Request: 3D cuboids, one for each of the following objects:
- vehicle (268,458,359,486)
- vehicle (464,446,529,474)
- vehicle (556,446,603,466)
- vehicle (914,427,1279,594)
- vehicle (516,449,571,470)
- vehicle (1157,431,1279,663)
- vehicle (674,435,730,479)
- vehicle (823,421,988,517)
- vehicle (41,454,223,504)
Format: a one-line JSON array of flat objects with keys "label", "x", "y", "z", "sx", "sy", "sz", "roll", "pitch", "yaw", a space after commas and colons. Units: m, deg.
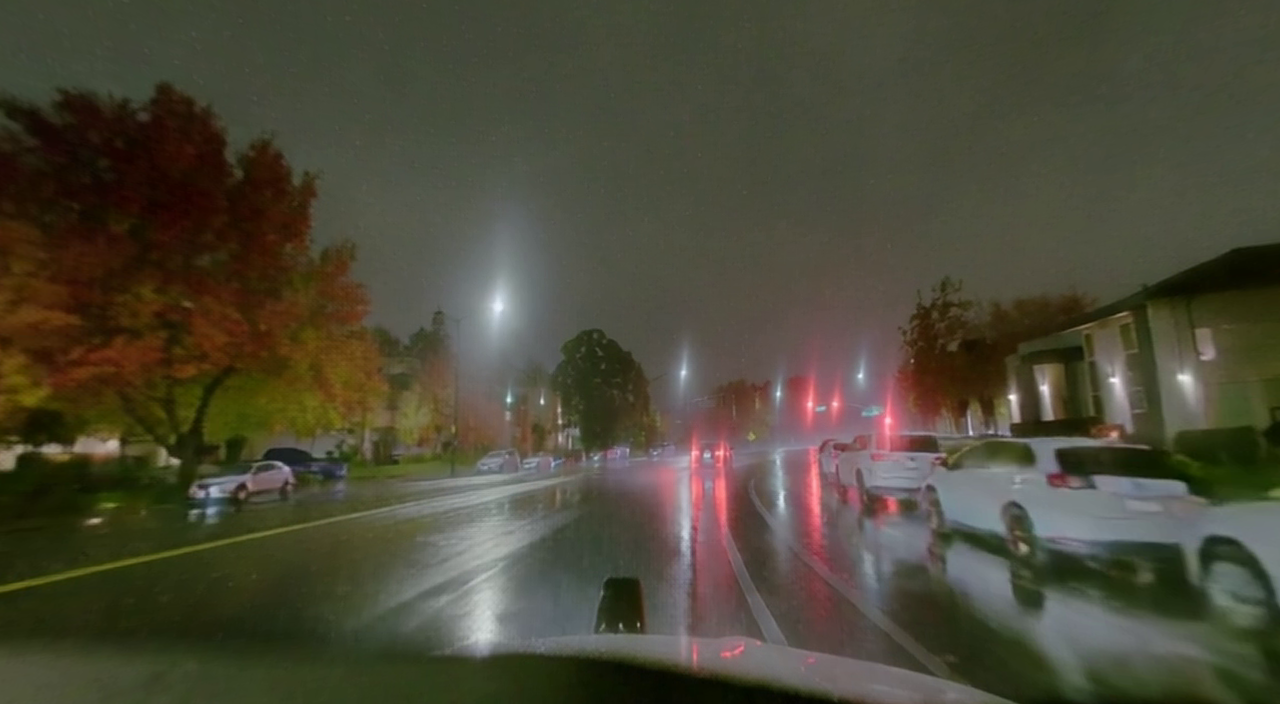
[{"label": "vehicle", "x": -17.910, "y": 6.568, "z": 34.747, "sx": 4.195, "sy": 1.400, "sz": 1.726, "roll": -2, "pitch": -9, "yaw": 10}, {"label": "vehicle", "x": -8.337, "y": 6.298, "z": 37.117, "sx": 1.918, "sy": 1.508, "sz": 4.353, "roll": -2, "pitch": -8, "yaw": 15}, {"label": "vehicle", "x": -4.637, "y": 8.063, "z": 49.063, "sx": 1.880, "sy": 1.450, "sz": 4.627, "roll": -3, "pitch": -9, "yaw": 19}, {"label": "vehicle", "x": 5.317, "y": 1.813, "z": 8.205, "sx": 1.879, "sy": 1.547, "sz": 4.378, "roll": -1, "pitch": -8, "yaw": 5}, {"label": "vehicle", "x": -6.563, "y": 7.335, "z": 43.477, "sx": 1.893, "sy": 1.310, "sz": 4.719, "roll": -3, "pitch": -9, "yaw": 17}, {"label": "vehicle", "x": 4.951, "y": 1.032, "z": 2.627, "sx": 1.940, "sy": 1.456, "sz": 4.502, "roll": 0, "pitch": -8, "yaw": 3}, {"label": "vehicle", "x": 2.731, "y": 4.438, "z": 27.022, "sx": 1.852, "sy": 1.680, "sz": 4.488, "roll": -2, "pitch": -9, "yaw": 12}, {"label": "vehicle", "x": 5.672, "y": 2.547, "z": 14.288, "sx": 2.128, "sy": 1.795, "sz": 4.622, "roll": -1, "pitch": -8, "yaw": 6}, {"label": "vehicle", "x": -20.886, "y": 5.199, "z": 26.113, "sx": 5.953, "sy": 1.868, "sz": 2.049, "roll": 0, "pitch": -10, "yaw": 5}]
